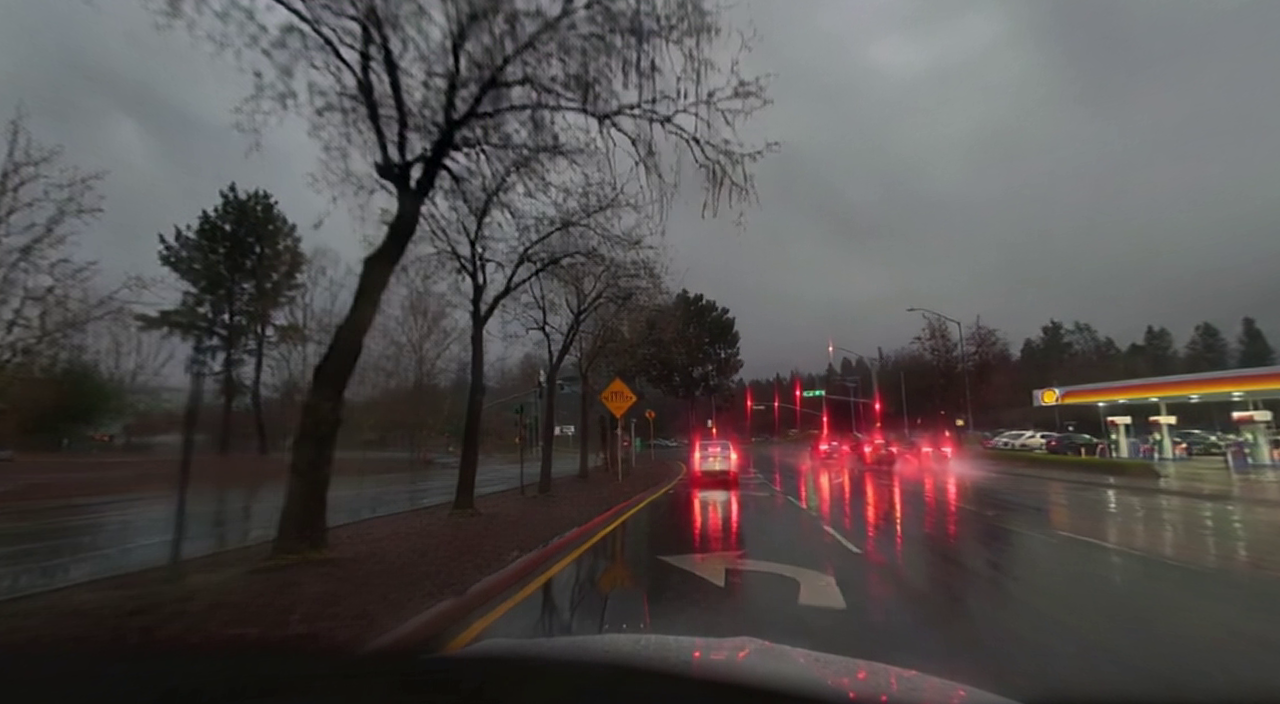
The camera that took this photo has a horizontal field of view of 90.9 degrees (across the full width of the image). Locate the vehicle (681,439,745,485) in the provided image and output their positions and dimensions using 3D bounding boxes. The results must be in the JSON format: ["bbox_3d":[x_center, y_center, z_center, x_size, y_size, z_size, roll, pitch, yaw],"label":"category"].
[{"bbox_3d":[2.586,3.884,22.509,2.032,1.461,4.173,-1,-9,6],"label":"vehicle"}]

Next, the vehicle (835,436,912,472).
[{"bbox_3d":[11.873,5.216,32.444,1.991,1.695,4.357,1,-9,-4],"label":"vehicle"}]

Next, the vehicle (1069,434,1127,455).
[{"bbox_3d":[34.893,7.082,48.177,1.914,1.563,3.672,-1,-9,7],"label":"vehicle"}]
